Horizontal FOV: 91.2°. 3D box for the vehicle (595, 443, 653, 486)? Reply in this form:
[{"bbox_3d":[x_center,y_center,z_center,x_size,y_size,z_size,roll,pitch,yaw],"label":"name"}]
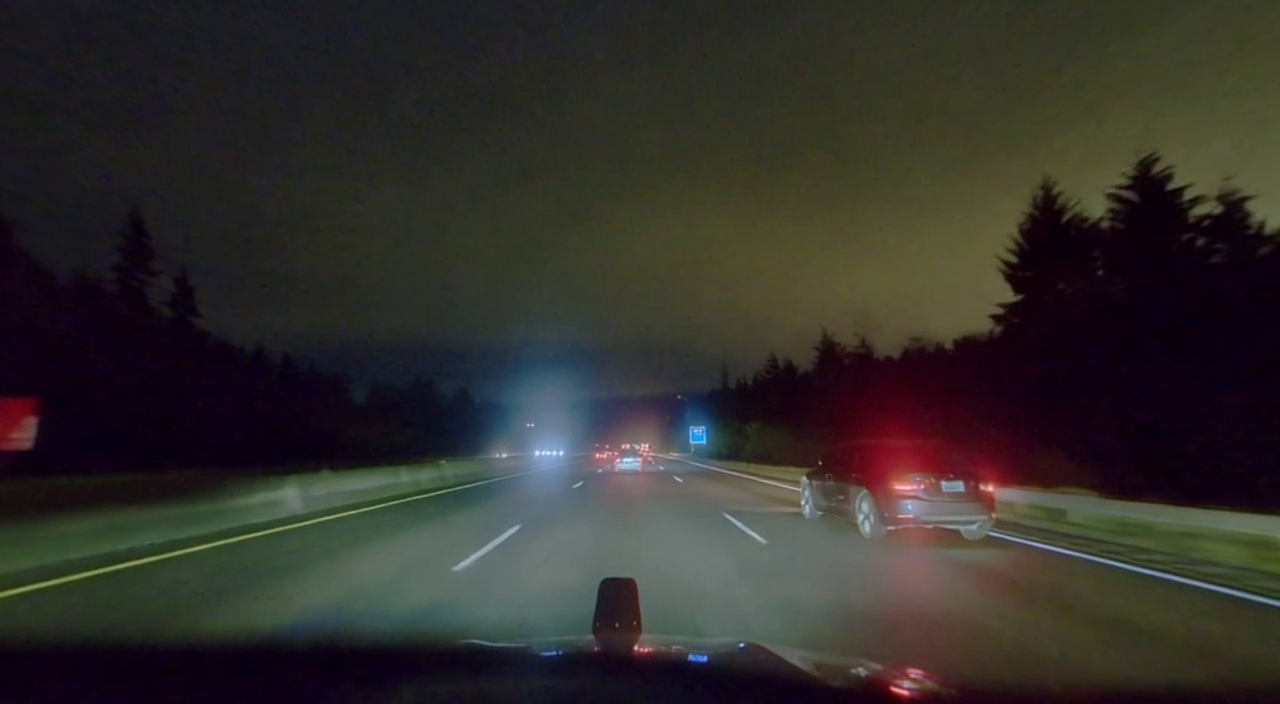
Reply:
[{"bbox_3d":[-0.579,4.277,24.129,2.066,1.490,3.759,-1,-9,0],"label":"vehicle"}]
